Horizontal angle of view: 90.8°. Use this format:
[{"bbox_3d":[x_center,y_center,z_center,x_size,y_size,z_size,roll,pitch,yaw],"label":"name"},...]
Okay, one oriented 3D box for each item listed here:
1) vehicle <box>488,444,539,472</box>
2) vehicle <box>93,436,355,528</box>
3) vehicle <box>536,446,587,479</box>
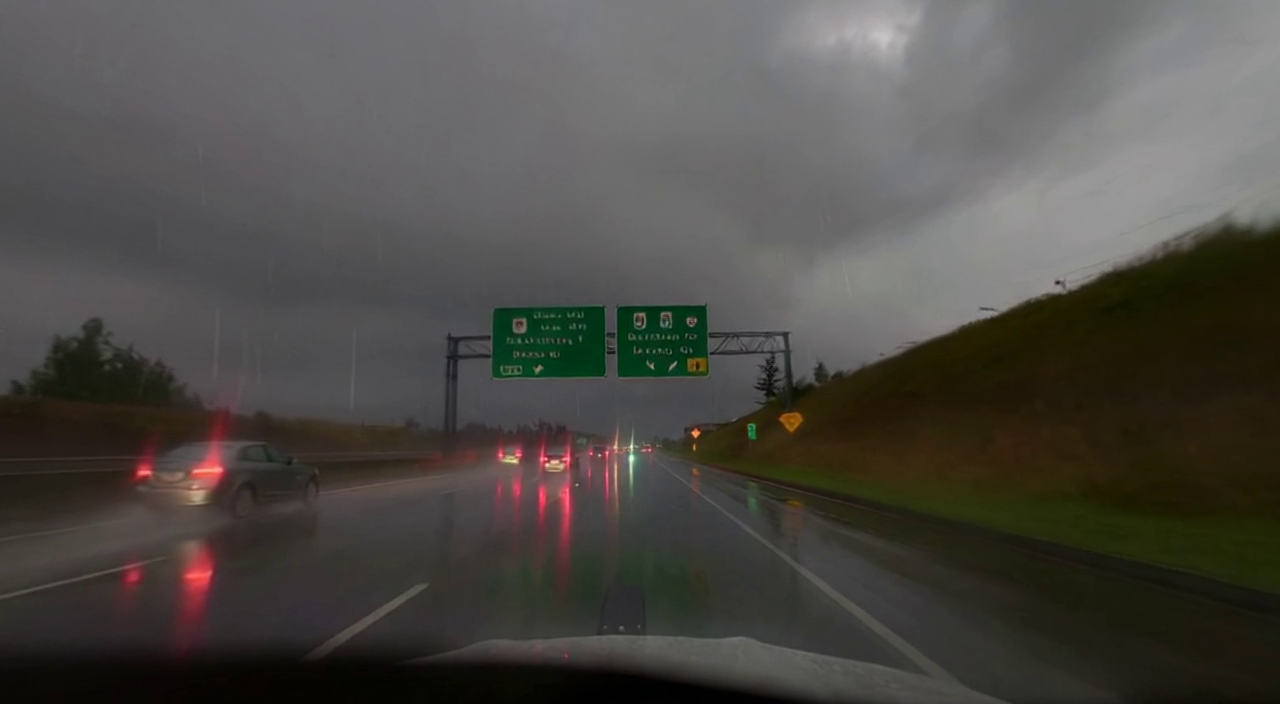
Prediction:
[{"bbox_3d":[-7.485,6.296,37.745,2.091,1.558,4.220,0,-9,0],"label":"vehicle"},{"bbox_3d":[-7.936,2.511,12.792,2.009,1.500,4.741,0,-9,1],"label":"vehicle"},{"bbox_3d":[-3.579,5.124,29.453,1.924,1.436,3.915,0,-9,0],"label":"vehicle"}]
